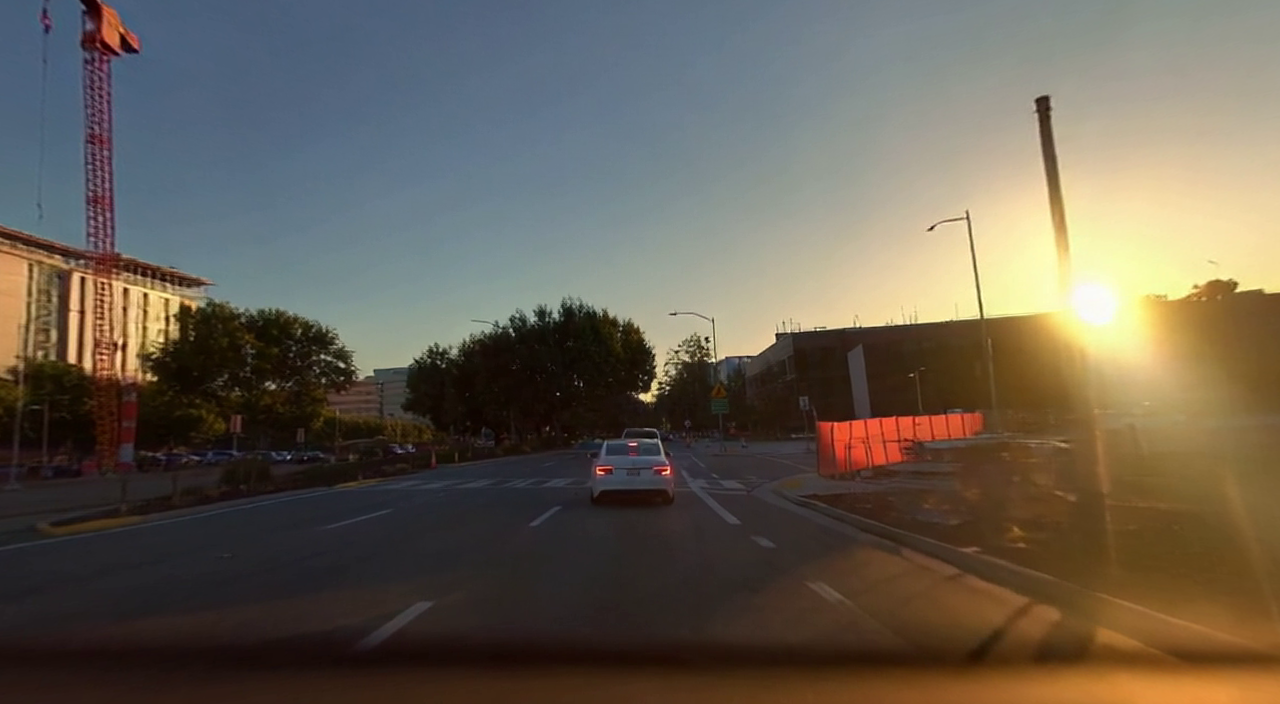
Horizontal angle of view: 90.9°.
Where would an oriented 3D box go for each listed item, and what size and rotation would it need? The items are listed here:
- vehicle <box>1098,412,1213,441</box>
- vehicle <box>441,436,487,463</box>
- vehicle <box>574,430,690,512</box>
[{"bbox_3d":[27.809,4.077,34.117,4.455,1.494,1.926,0,-9,1],"label":"vehicle"},{"bbox_3d":[-10.369,5.702,36.916,2.072,1.465,4.394,3,-9,-22],"label":"vehicle"},{"bbox_3d":[-0.143,2.489,13.618,2.112,1.482,4.076,0,-8,0],"label":"vehicle"}]
